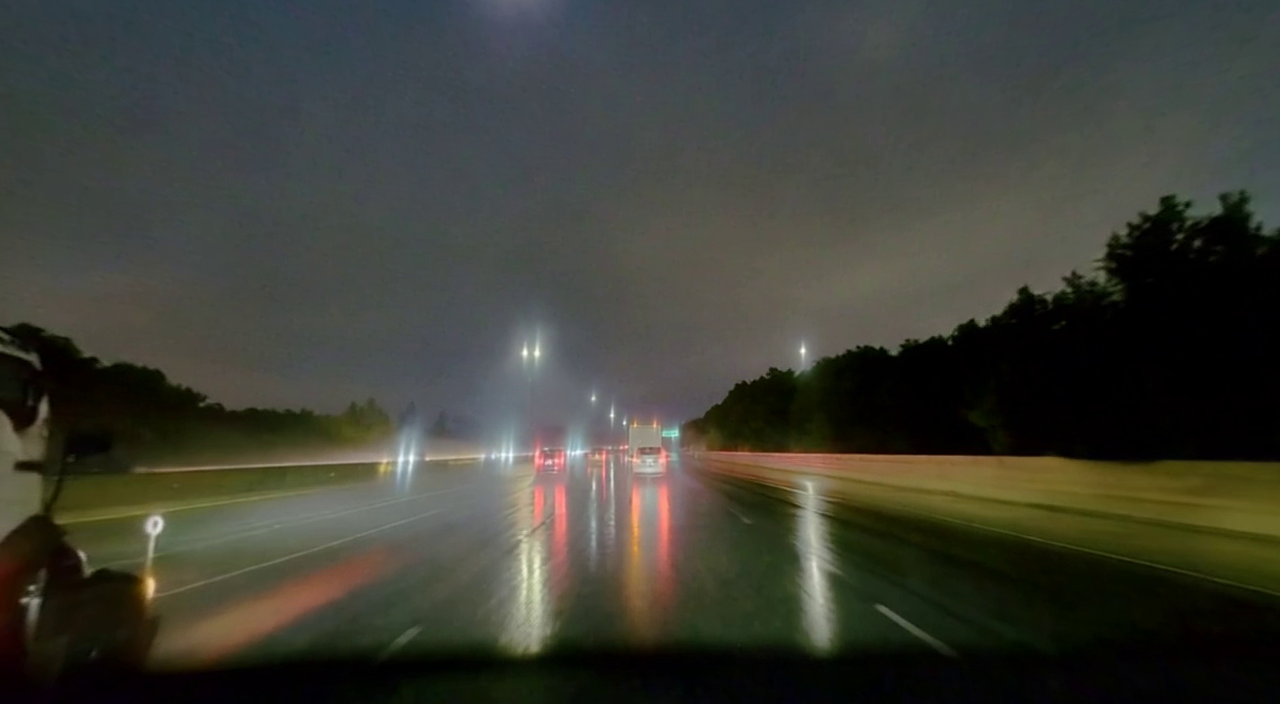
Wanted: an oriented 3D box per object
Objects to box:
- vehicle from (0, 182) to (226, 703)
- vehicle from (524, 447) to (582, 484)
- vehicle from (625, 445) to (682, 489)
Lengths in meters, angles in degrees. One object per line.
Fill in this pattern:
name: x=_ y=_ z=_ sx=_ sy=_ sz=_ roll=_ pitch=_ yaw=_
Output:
vehicle: x=-3.985 y=0.260 z=0.995 sx=2.523 sy=2.458 sz=6.022 roll=0 pitch=-9 yaw=0
vehicle: x=-3.769 y=4.994 z=27.938 sx=1.940 sy=1.502 sz=4.463 roll=0 pitch=-9 yaw=1
vehicle: x=0.457 y=4.393 z=24.249 sx=2.015 sy=1.526 sz=4.286 roll=0 pitch=-9 yaw=-1
